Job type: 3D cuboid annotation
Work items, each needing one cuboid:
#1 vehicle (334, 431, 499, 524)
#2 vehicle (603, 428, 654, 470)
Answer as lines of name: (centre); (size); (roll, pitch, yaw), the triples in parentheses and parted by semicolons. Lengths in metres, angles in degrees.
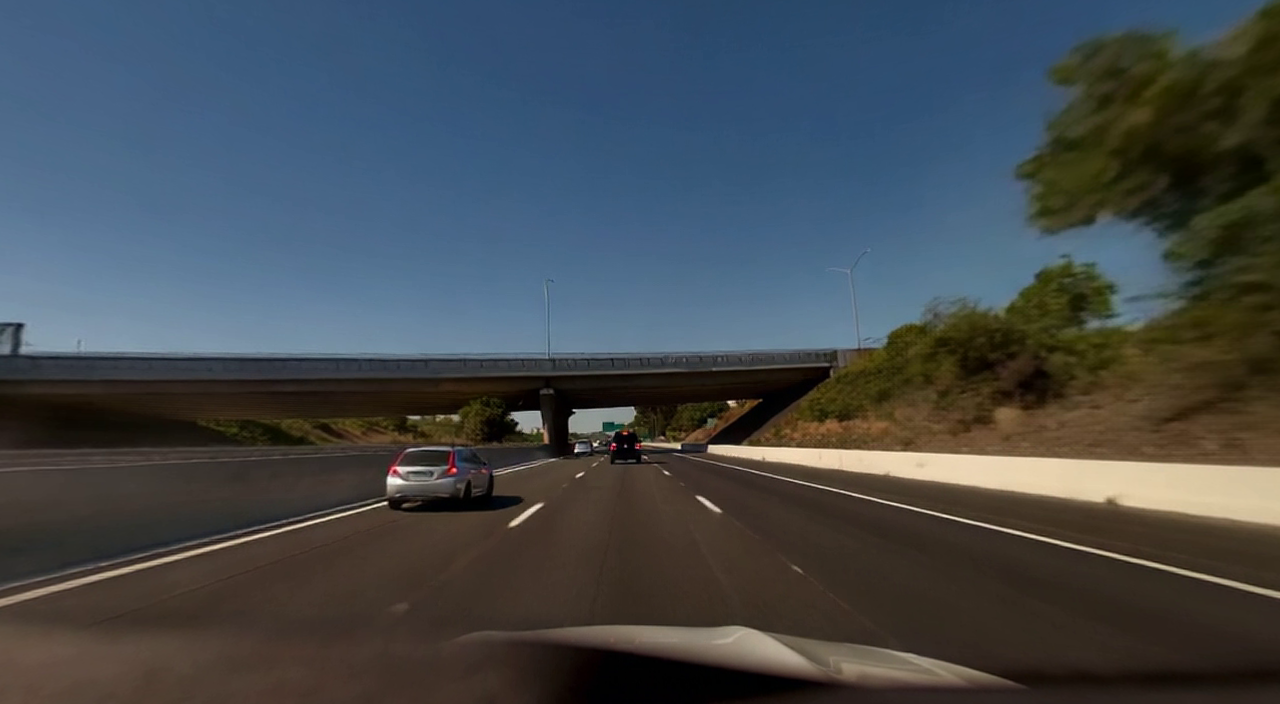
vehicle: (-4.244, 2.416, 12.667); (1.945, 1.550, 3.780); (0, -8, 0)
vehicle: (-0.598, 4.873, 31.815); (2.382, 1.973, 4.439); (0, -8, -2)
